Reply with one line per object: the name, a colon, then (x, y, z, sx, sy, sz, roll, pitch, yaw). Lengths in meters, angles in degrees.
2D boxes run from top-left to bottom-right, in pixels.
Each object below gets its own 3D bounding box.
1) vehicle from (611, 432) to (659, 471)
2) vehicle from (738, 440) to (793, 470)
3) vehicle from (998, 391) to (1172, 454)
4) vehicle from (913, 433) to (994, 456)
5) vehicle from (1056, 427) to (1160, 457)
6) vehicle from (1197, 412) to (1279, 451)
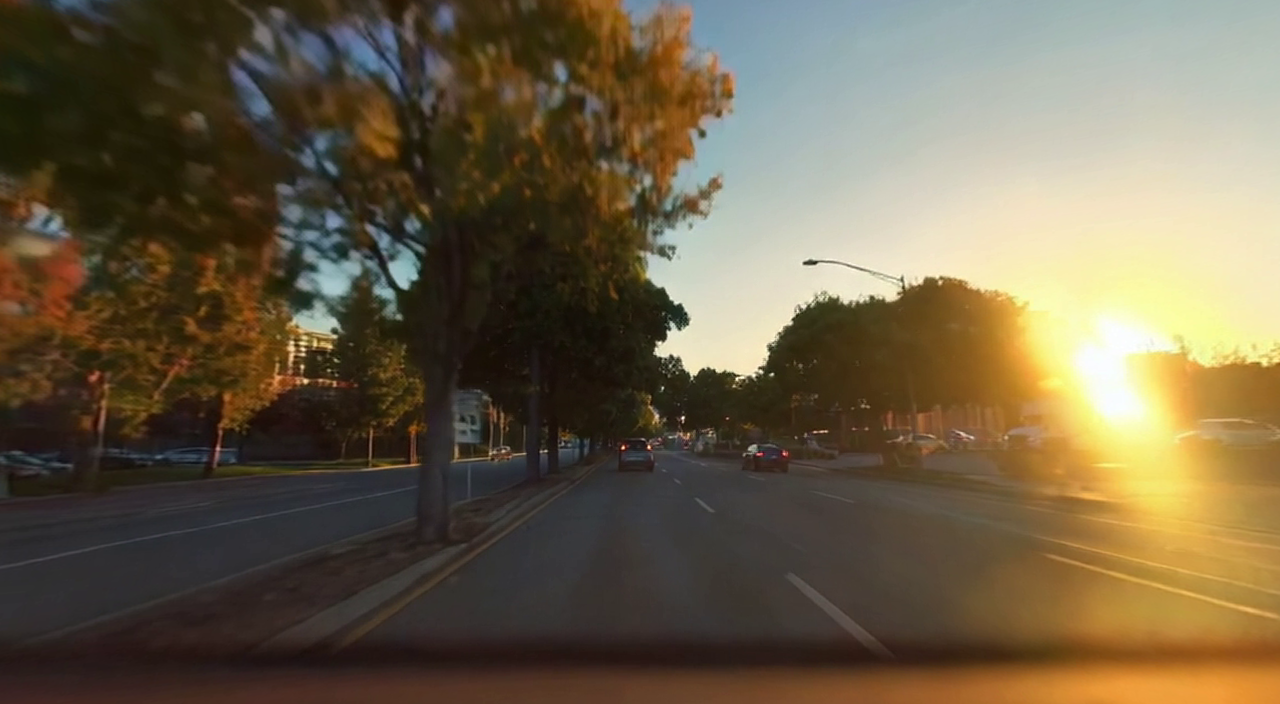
vehicle: (-0.275, 4.931, 31.437, 2.227, 1.794, 4.457, 0, -8, -1)
vehicle: (6.858, 5.673, 35.032, 2.029, 1.548, 4.422, 0, -8, -2)
vehicle: (23.936, 3.847, 34.290, 7.258, 3.283, 2.680, 0, -8, 0)
vehicle: (20.837, 6.163, 42.098, 4.249, 1.420, 2.039, 0, -8, -1)
vehicle: (23.325, 4.508, 31.576, 3.651, 1.409, 1.857, 0, -8, 1)
vehicle: (36.596, 4.814, 37.902, 2.004, 2.133, 4.736, 0, -8, 2)
